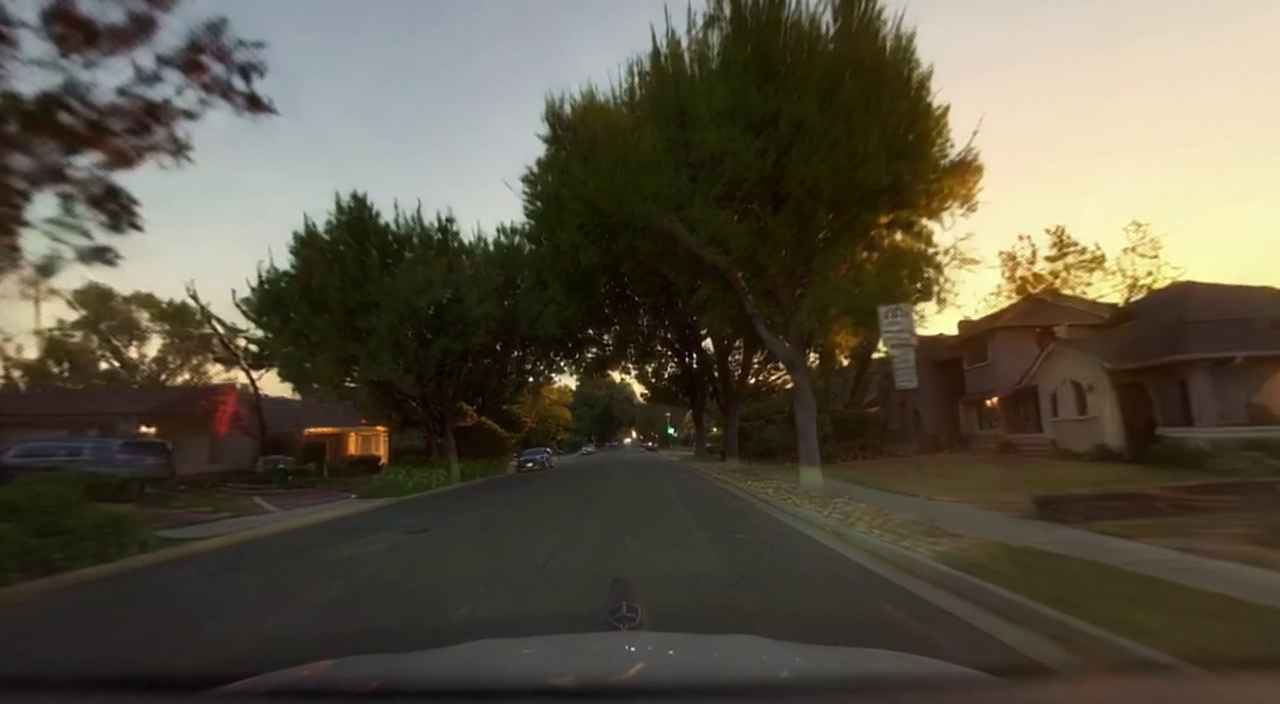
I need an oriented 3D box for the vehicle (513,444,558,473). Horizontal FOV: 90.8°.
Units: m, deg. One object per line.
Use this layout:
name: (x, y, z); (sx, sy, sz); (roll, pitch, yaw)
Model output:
vehicle: (-6.624, 6.795, 40.640); (2.078, 1.745, 5.119); (0, -9, -1)
